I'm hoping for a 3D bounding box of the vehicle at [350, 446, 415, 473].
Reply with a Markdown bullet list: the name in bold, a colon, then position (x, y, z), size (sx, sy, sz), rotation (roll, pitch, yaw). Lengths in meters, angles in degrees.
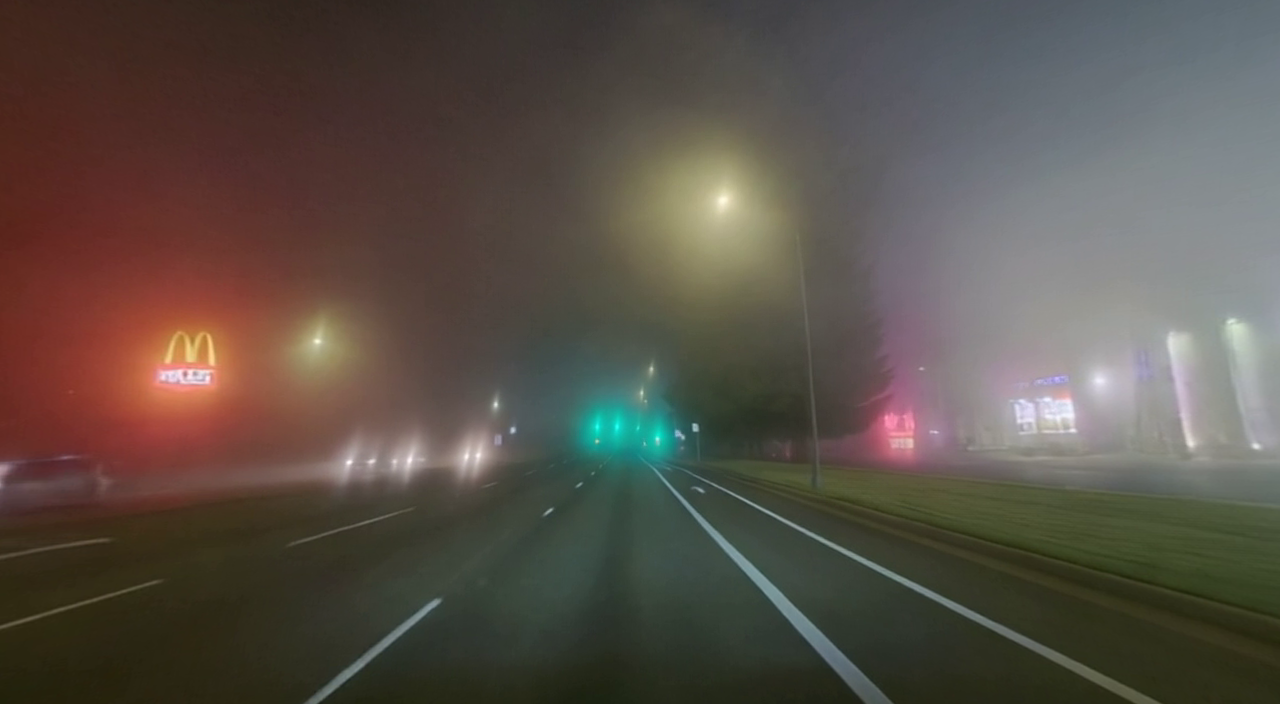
- **vehicle**: position (-14.650, 6.123, 36.107), size (1.907, 1.469, 4.441), rotation (0, -9, 0)
